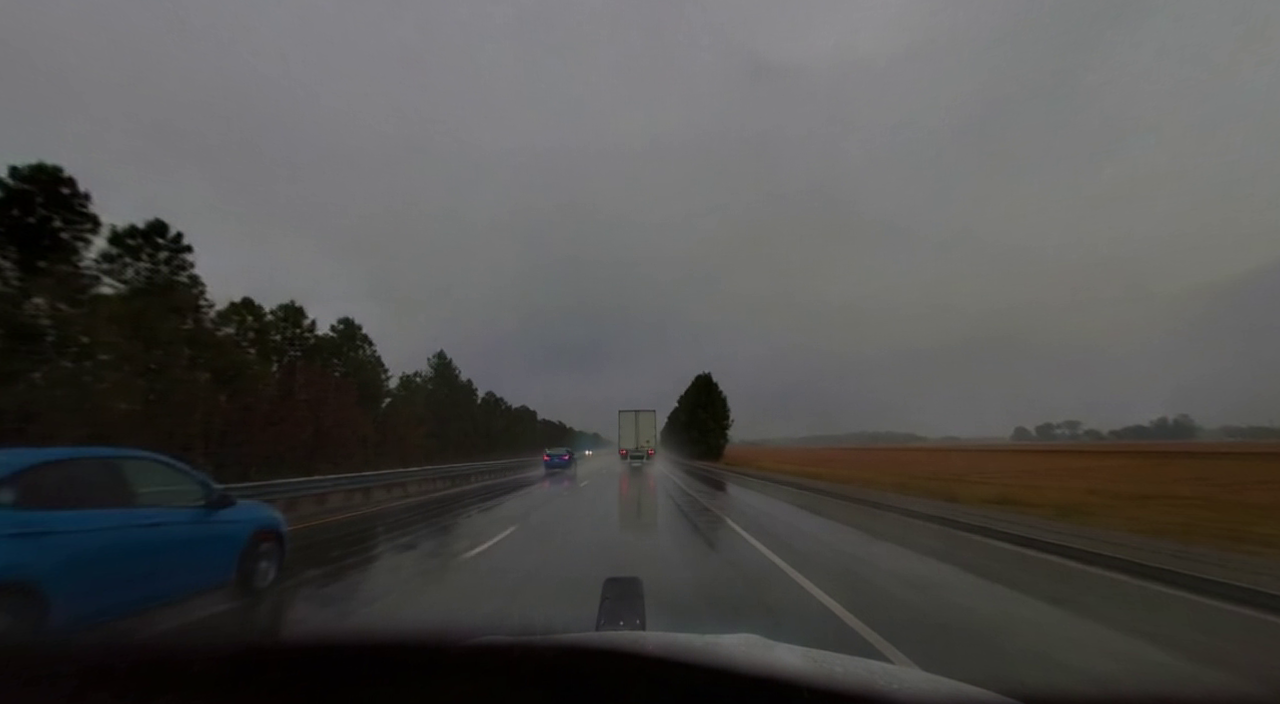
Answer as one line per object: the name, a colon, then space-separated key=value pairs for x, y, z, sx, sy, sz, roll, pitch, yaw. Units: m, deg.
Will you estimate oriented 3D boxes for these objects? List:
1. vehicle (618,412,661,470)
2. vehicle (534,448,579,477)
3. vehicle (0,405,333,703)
vehicle: x=-0.071 y=7.120 z=49.874 sx=2.995 sy=4.028 sz=10.508 roll=0 pitch=-9 yaw=0
vehicle: x=-4.469 y=5.992 z=34.416 sx=1.937 sy=1.493 sz=3.779 roll=0 pitch=-9 yaw=0
vehicle: x=-4.007 y=1.101 z=3.538 sx=2.031 sy=1.496 sz=4.971 roll=0 pitch=-9 yaw=0
